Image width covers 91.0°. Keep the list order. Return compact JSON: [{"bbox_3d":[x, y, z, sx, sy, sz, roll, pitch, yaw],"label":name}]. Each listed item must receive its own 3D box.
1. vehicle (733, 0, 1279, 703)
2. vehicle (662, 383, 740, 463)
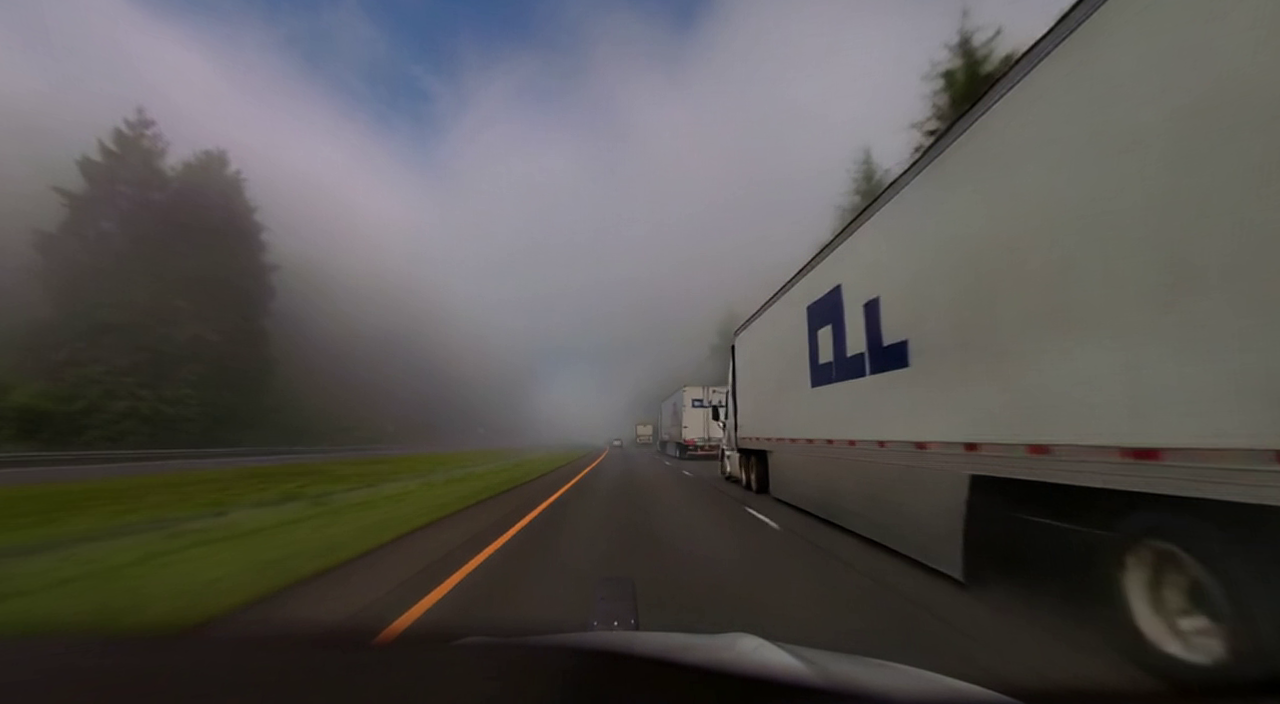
[{"bbox_3d":[3.933,0.363,8.373,2.863,4.031,14.678,0,-8,-1],"label":"vehicle"},{"bbox_3d":[3.359,4.590,39.160,2.871,4.072,14.183,0,-8,-2],"label":"vehicle"}]
